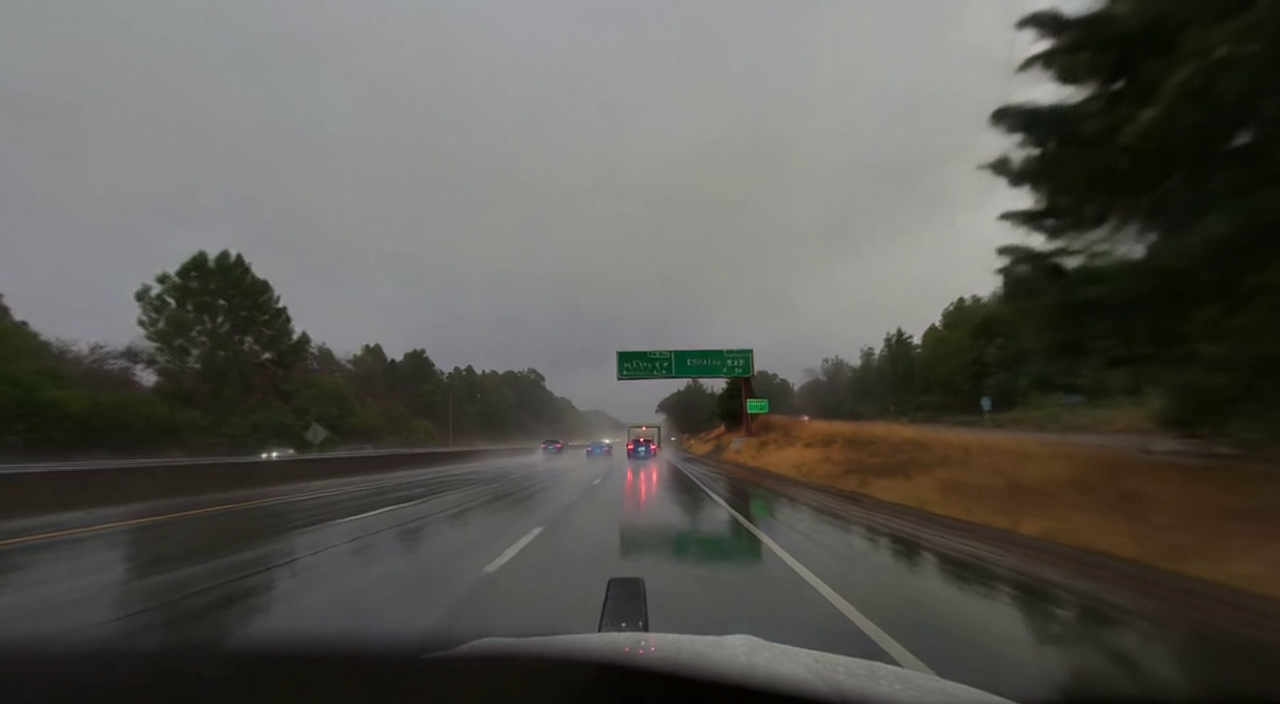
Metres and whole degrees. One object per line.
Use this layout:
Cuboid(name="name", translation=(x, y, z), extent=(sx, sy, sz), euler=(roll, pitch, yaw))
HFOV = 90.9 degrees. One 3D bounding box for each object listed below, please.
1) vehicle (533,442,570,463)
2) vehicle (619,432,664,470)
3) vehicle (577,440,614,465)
Cuboid(name="vehicle", translation=(-6.626, 7.558, 47.633), extent=(2.009, 1.519, 4.697), euler=(-1, -8, 1))
Cuboid(name="vehicle", translation=(0.092, 5.486, 35.166), extent=(2.309, 1.915, 5.130), euler=(-1, -8, 0))
Cuboid(name="vehicle", translation=(-3.024, 7.020, 44.161), extent=(2.139, 1.589, 5.102), euler=(-1, -8, 1))
